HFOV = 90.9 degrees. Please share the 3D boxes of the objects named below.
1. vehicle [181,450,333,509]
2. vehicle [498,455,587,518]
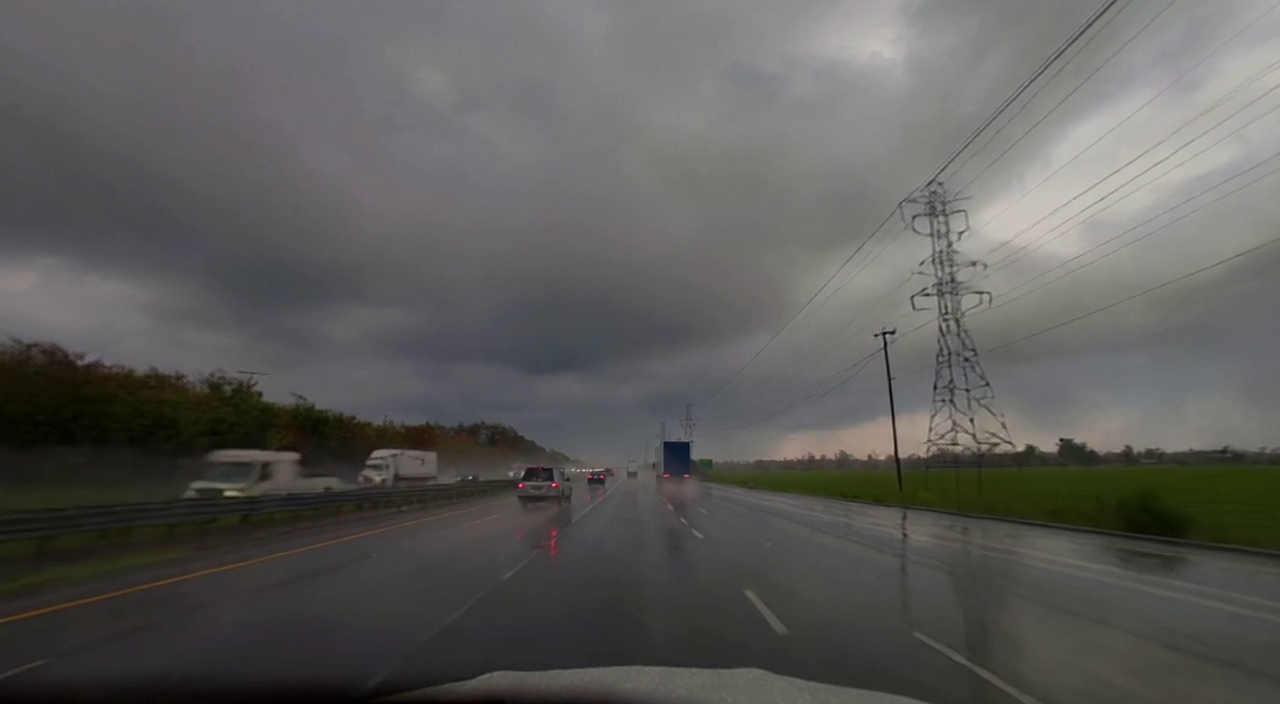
[{"bbox_3d":[-12.135,4.105,20.438,1.964,1.656,4.650,1,-11,0],"label":"vehicle"},{"bbox_3d":[-2.912,4.202,19.946,2.065,1.722,4.441,1,-11,0],"label":"vehicle"}]
